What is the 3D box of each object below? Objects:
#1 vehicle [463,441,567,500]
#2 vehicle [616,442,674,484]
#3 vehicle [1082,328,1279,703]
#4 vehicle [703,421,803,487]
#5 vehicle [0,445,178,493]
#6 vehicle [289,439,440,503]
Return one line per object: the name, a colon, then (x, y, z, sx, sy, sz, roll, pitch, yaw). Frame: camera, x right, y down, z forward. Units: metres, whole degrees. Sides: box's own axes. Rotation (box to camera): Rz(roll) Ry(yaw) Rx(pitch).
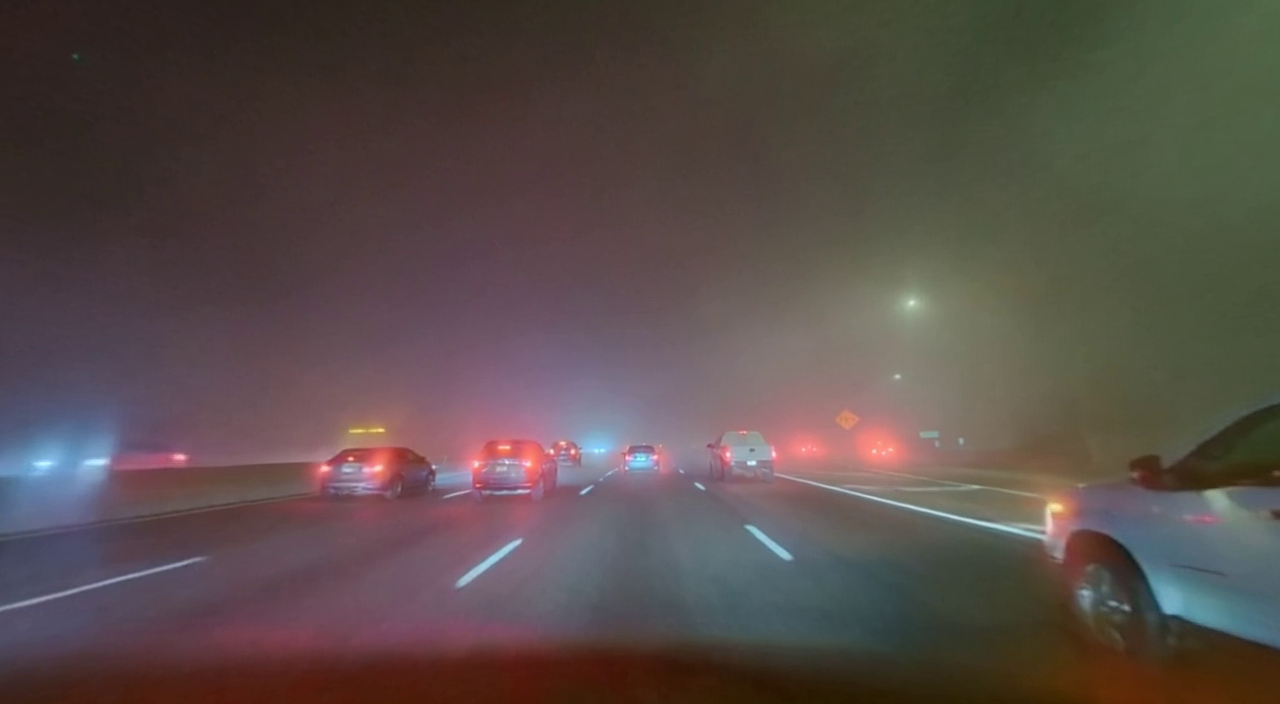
vehicle: (-3.473, 3.377, 18.392, 1.996, 1.488, 4.451, 0, -9, 2)
vehicle: (0.231, 4.277, 24.600, 2.071, 1.478, 4.130, 0, -9, 1)
vehicle: (3.653, 0.628, 1.533, 2.045, 1.768, 4.249, 0, -9, 1)
vehicle: (4.101, 3.920, 24.378, 2.802, 2.151, 6.579, 0, -9, 2)
vehicle: (-19.350, 4.099, 22.474, 1.967, 1.527, 4.747, 0, -9, 2)
vehicle: (-7.407, 3.244, 17.565, 2.065, 1.519, 4.491, 0, -9, 2)
